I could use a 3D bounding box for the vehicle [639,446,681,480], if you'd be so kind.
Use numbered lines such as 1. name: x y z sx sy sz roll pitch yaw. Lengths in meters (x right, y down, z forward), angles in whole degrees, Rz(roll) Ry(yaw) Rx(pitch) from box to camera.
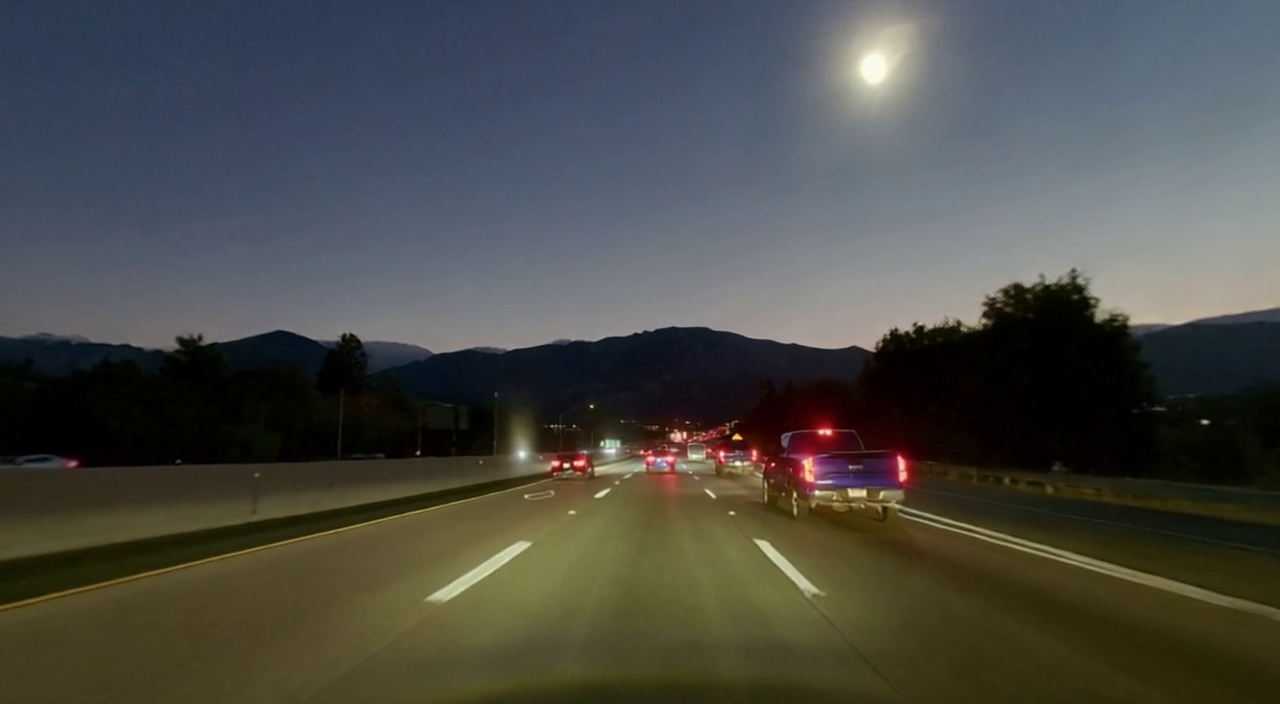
1. vehicle: 1.008 5.553 31.871 1.959 1.604 4.065 -1 -8 2

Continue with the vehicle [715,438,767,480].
1. vehicle: 5.158 5.513 32.778 2.057 1.958 4.495 0 -8 1

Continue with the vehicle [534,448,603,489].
1. vehicle: -2.862 4.806 26.492 2.109 1.530 4.646 -1 -9 3

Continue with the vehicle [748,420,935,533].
1. vehicle: 3.798 2.466 13.192 2.229 1.837 5.387 0 -8 1
